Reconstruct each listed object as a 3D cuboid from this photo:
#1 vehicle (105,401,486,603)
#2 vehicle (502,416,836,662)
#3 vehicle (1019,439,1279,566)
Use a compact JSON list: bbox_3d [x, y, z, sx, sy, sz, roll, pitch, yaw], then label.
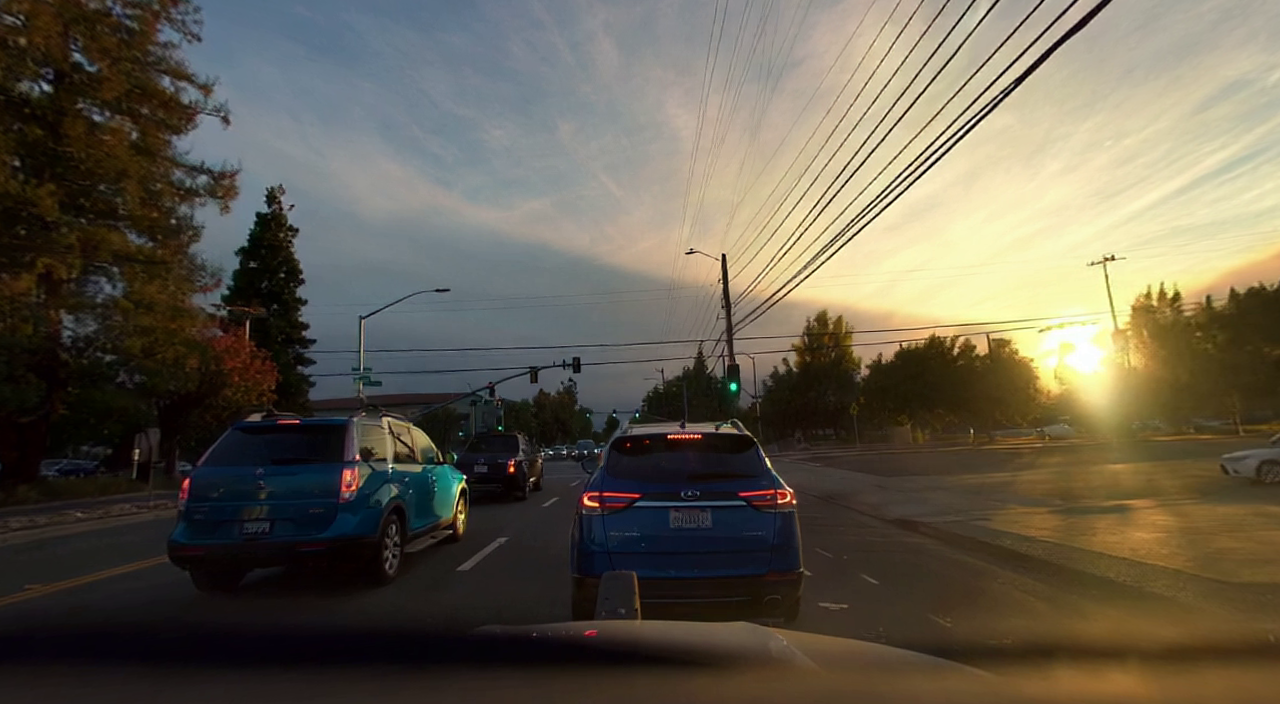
[{"bbox_3d":[-3.481,1.606,7.633,2.105,1.706,4.337,0,-9,0],"label":"vehicle"},{"bbox_3d":[0.110,1.446,5.962,2.056,1.487,4.003,0,-9,-2],"label":"vehicle"},{"bbox_3d":[8.385,2.153,9.921,1.993,1.508,4.521,0,-9,-1],"label":"vehicle"}]
